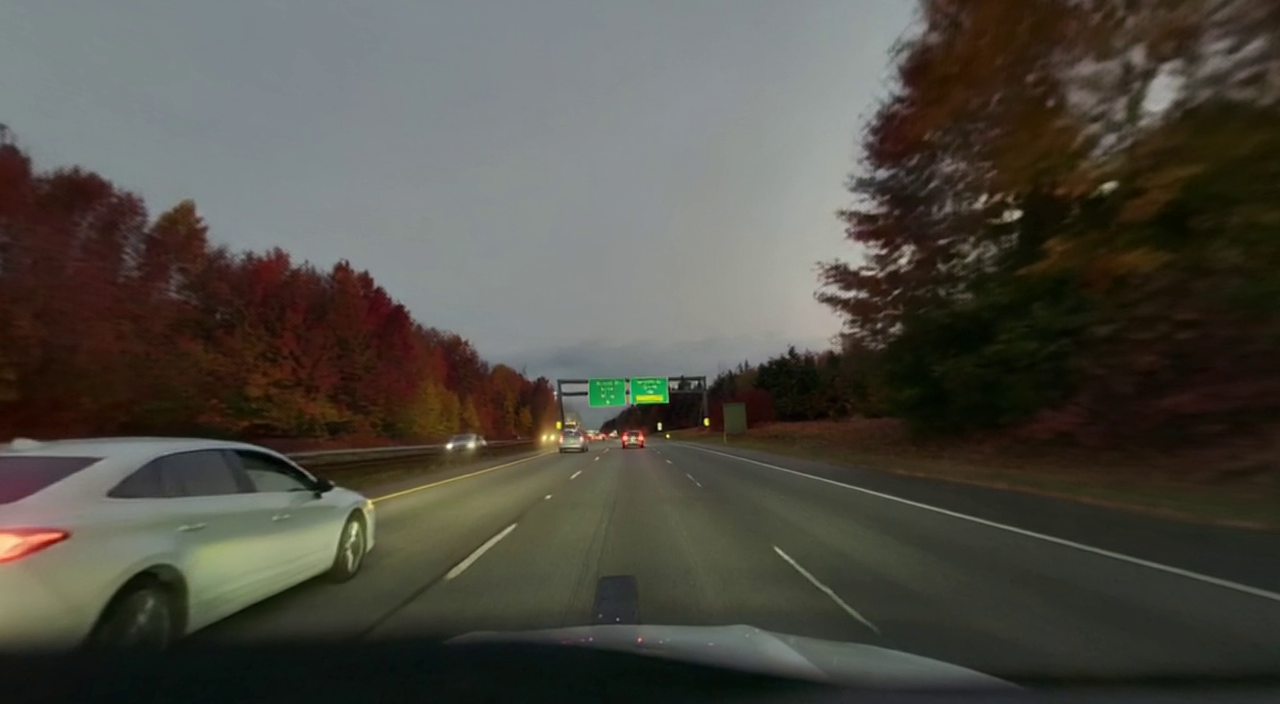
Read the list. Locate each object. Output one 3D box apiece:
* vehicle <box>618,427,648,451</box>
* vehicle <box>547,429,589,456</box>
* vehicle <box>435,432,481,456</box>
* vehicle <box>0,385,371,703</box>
[{"bbox_3d":[-0.493,6.134,44.389,2.054,1.609,3.859,0,-8,-1],"label":"vehicle"},{"bbox_3d":[-4.338,5.478,38.312,2.071,1.524,4.398,0,-8,0],"label":"vehicle"},{"bbox_3d":[-12.264,6.227,42.621,1.906,1.554,4.103,0,-8,0],"label":"vehicle"},{"bbox_3d":[-3.472,1.018,3.395,1.989,1.497,4.645,0,-8,0],"label":"vehicle"}]
